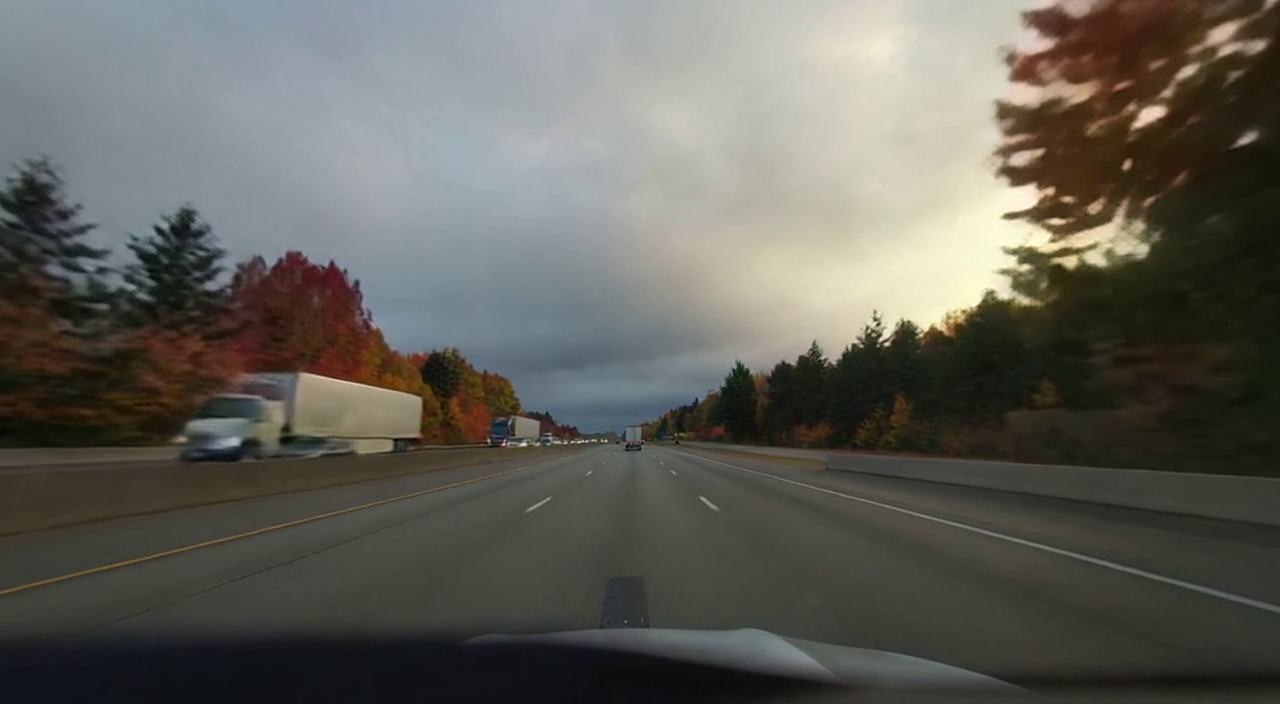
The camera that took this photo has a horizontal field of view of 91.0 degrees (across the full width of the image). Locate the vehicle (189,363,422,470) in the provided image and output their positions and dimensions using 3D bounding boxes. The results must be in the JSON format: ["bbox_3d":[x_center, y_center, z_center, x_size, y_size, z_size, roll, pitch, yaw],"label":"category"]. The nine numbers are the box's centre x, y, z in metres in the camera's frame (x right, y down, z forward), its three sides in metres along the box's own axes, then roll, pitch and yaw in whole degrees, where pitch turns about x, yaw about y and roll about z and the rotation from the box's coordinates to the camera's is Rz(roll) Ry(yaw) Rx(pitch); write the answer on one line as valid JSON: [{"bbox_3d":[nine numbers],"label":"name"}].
[{"bbox_3d":[-16.006,3.700,33.093,2.997,4.179,16.997,0,-8,0],"label":"vehicle"}]

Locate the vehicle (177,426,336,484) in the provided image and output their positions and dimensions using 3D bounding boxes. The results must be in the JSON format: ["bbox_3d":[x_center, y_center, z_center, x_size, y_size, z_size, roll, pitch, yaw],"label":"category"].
[{"bbox_3d":[-11.311,3.061,19.048,1.948,1.519,4.592,0,-8,0],"label":"vehicle"}]
